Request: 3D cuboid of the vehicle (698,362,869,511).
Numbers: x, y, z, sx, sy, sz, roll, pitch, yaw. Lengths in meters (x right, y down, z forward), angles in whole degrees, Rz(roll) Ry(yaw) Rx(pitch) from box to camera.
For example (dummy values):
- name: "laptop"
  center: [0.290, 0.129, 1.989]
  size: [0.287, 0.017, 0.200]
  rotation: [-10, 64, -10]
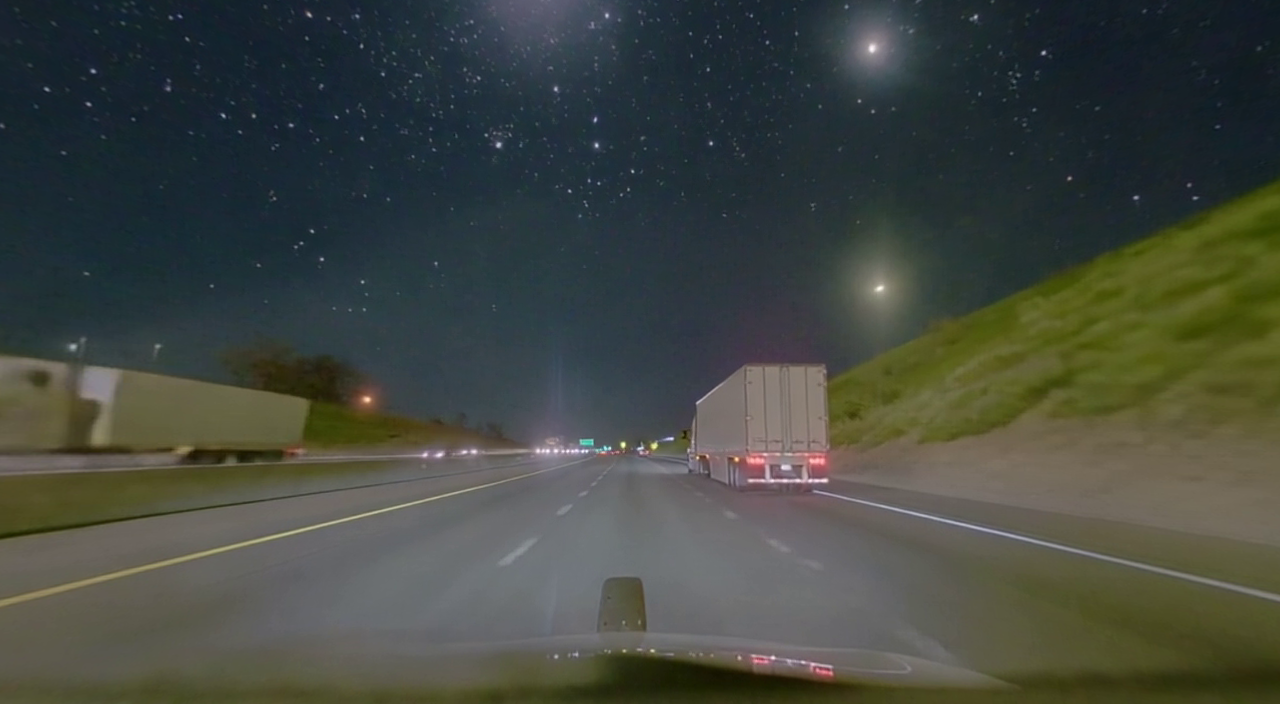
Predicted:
- name: "vehicle"
  center: [3.991, 2.939, 21.139]
  size: [2.876, 3.586, 11.726]
  rotation: [0, -9, 0]

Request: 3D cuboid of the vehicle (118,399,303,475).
- name: "vehicle"
  center: [-19.373, 4.037, 29.364]
  size: [2.867, 3.043, 8.226]
  rotation: [0, -9, -1]

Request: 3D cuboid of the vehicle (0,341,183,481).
- name: "vehicle"
  center: [-19.210, 1.906, 19.158]
  size: [2.902, 3.820, 10.263]
  rotation: [0, -9, 0]
